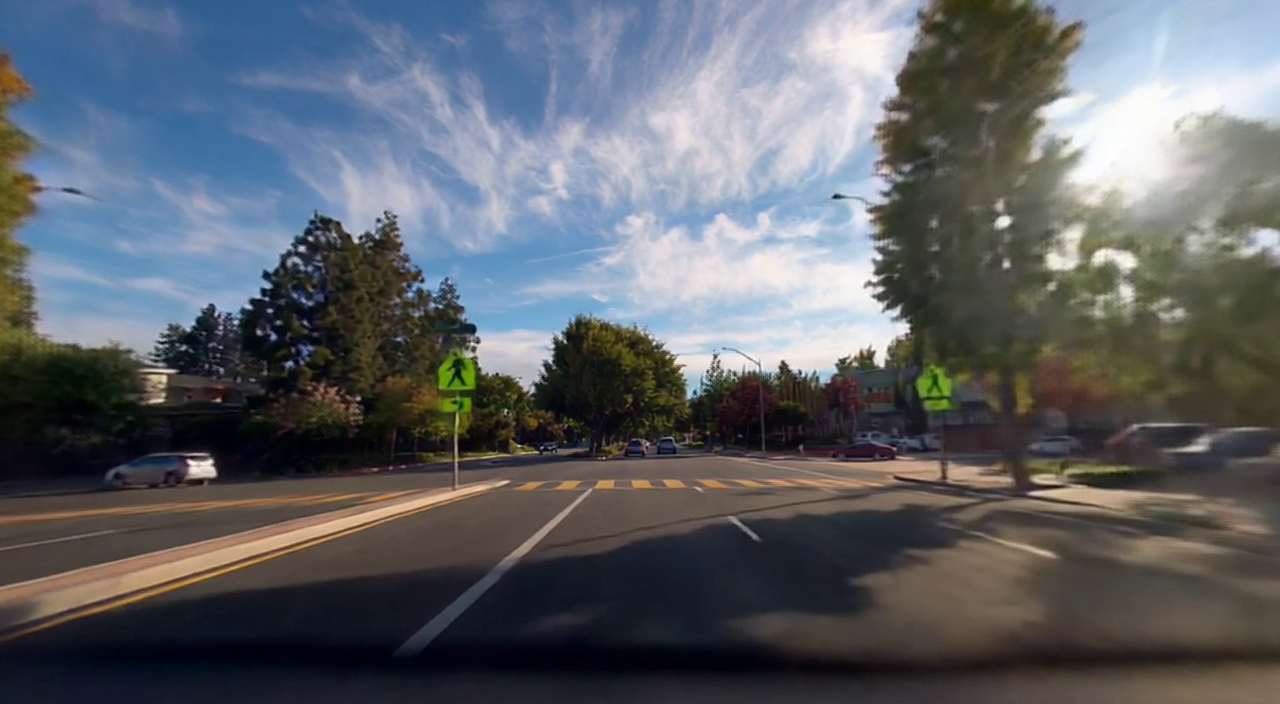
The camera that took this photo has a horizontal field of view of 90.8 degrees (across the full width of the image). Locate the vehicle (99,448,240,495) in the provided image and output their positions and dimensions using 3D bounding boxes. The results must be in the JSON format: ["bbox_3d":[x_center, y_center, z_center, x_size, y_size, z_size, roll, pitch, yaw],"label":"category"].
[{"bbox_3d":[-20.035,5.072,27.042,4.534,1.724,1.952,-3,-9,2],"label":"vehicle"}]

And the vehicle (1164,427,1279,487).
[{"bbox_3d":[16.611,2.645,16.022,4.762,1.415,1.980,-1,-8,3],"label":"vehicle"}]

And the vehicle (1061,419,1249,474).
[{"bbox_3d":[17.570,3.233,21.730,4.803,1.781,1.977,0,-8,-4],"label":"vehicle"}]

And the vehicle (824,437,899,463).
[{"bbox_3d":[15.342,6.800,43.864,4.696,1.651,2.218,-3,-9,20],"label":"vehicle"}]
